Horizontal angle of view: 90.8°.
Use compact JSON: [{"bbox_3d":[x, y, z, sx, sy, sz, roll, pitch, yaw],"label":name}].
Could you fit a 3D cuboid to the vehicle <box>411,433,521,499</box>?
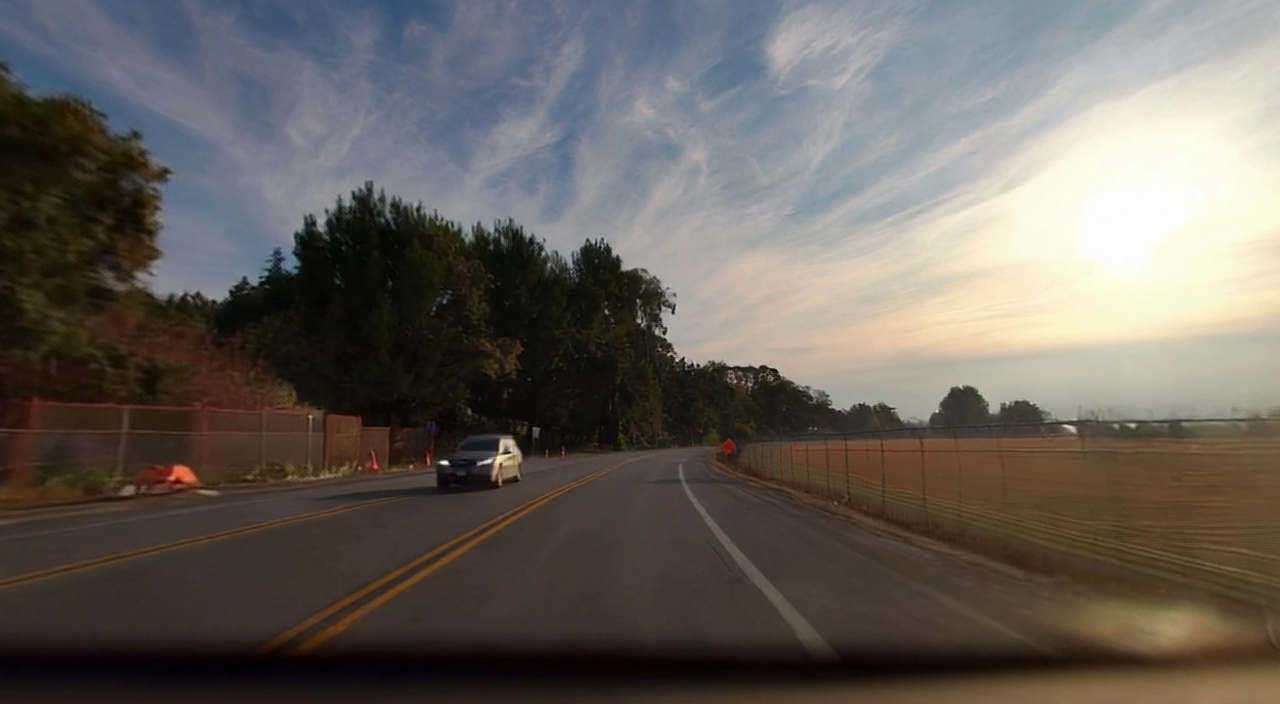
[{"bbox_3d":[-4.466,2.967,16.829,1.737,1.525,3.760,0,-8,2],"label":"vehicle"}]
